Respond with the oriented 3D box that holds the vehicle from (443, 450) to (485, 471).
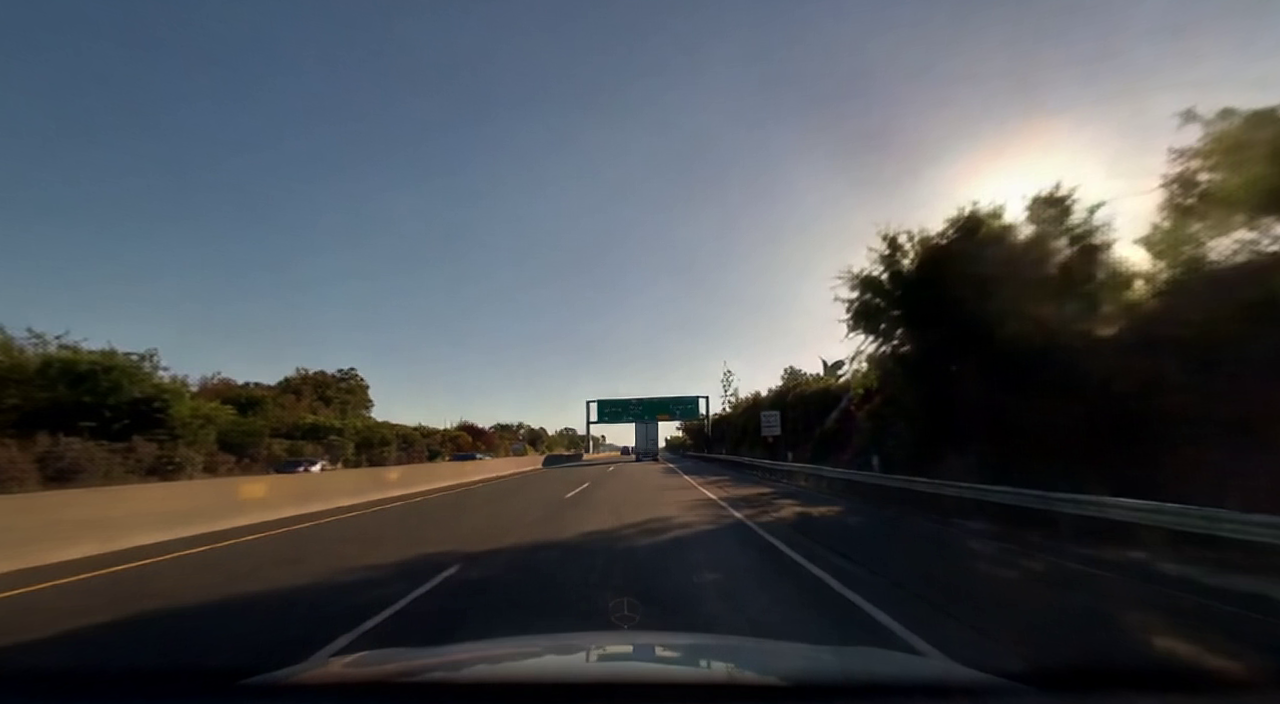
[{"bbox_3d":[-13.023,8.027,46.854,1.833,1.431,4.206,0,-9,1],"label":"vehicle"}]
